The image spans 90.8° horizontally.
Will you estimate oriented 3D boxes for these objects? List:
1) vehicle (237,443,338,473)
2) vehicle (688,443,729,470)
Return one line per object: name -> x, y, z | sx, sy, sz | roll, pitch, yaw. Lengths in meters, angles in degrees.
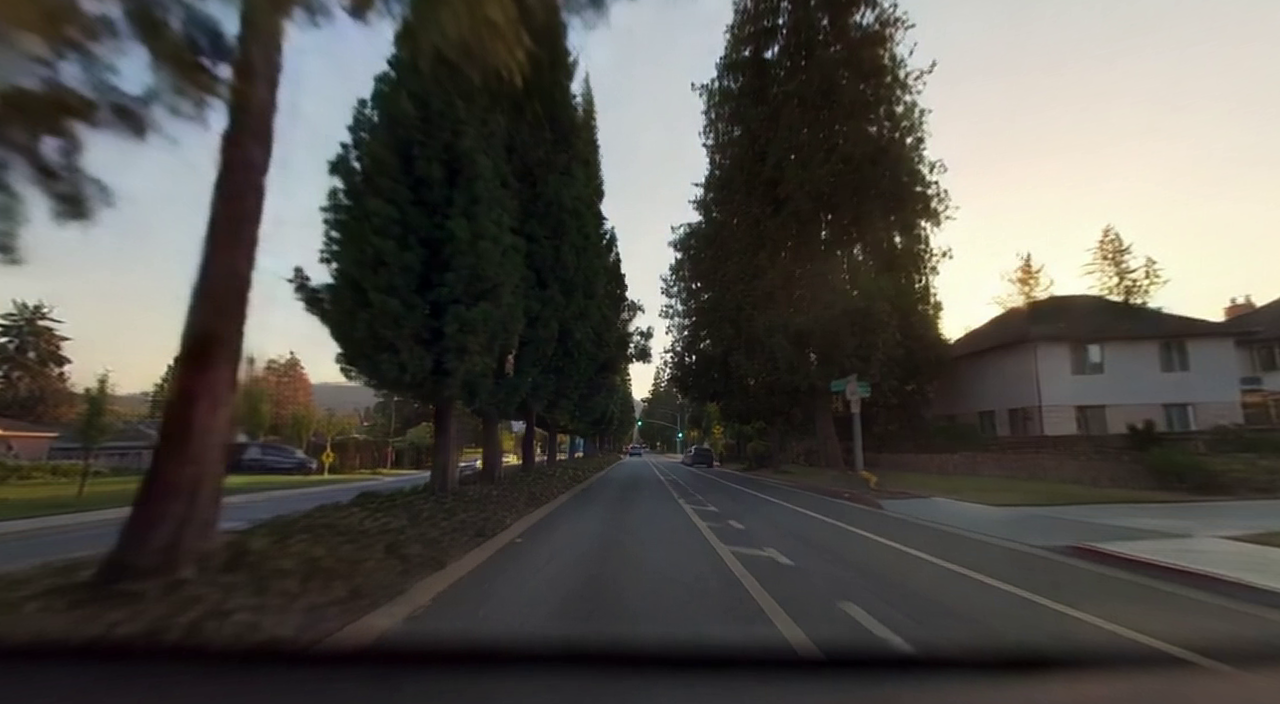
vehicle -> -21.223, 6.385, 38.142 | 4.853, 1.754, 2.095 | -1, -9, 3
vehicle -> 4.642, 7.212, 43.808 | 2.180, 1.782, 4.790 | 0, -9, -1
